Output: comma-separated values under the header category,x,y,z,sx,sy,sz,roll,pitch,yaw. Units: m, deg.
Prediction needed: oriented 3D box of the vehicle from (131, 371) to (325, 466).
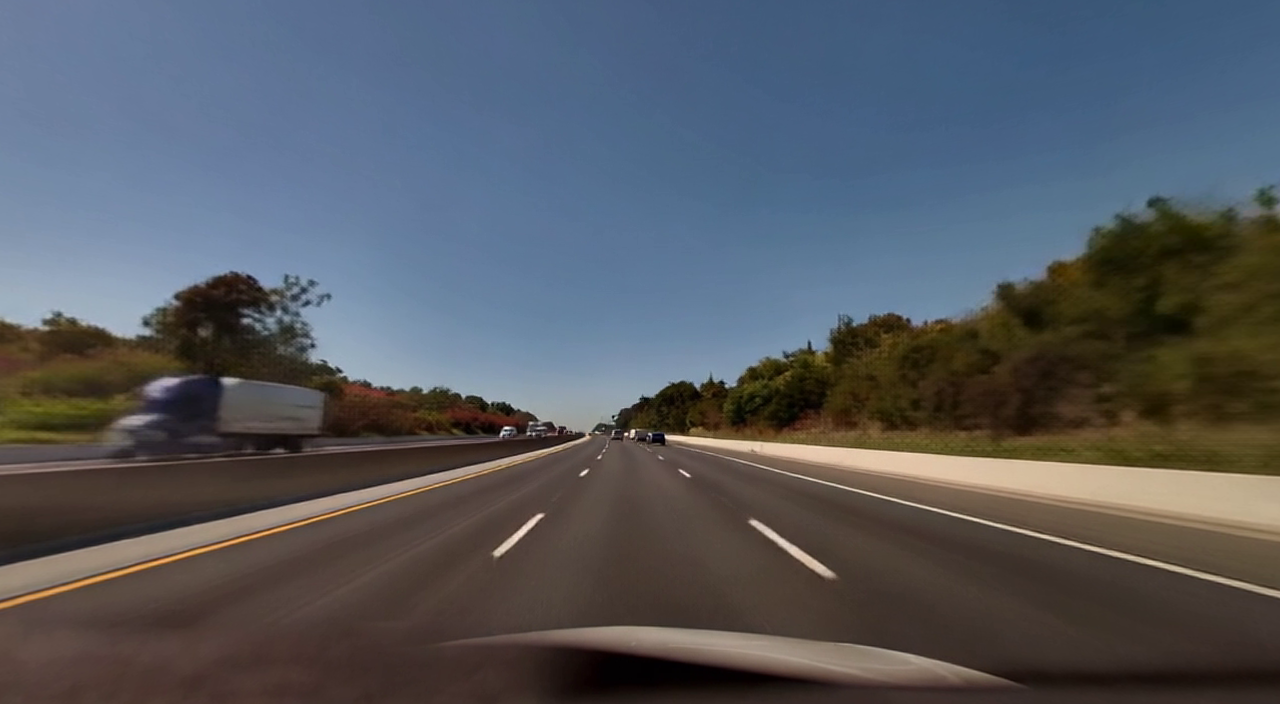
category,x,y,z,sx,sy,sz,roll,pitch,yaw
vehicle,-19.909,3.467,31.667,2.945,3.987,10.214,0,-8,-1
